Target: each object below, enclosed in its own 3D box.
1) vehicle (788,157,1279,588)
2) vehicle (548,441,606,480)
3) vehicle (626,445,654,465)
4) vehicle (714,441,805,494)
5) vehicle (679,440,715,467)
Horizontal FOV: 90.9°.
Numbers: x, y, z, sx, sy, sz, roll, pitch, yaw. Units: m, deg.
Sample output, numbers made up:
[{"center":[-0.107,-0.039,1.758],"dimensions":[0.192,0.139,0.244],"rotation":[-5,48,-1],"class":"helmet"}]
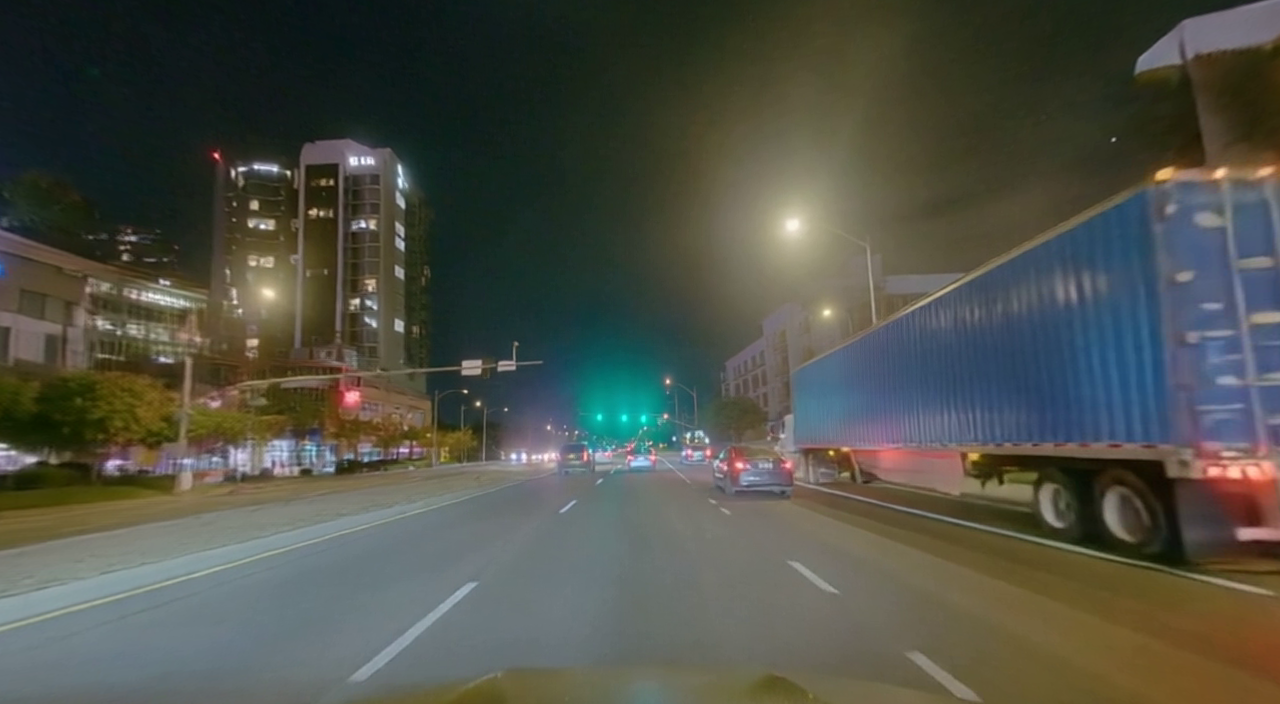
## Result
[{"center":[7.266,1.387,14.844],"dimensions":[3.383,4.268,17.469],"rotation":[0,-9,0],"class":"vehicle"},{"center":[-2.664,4.695,27.565],"dimensions":[2.003,1.509,4.396],"rotation":[0,-8,1],"class":"vehicle"},{"center":[0.015,7.868,48.440],"dimensions":[2.020,1.461,4.326],"rotation":[0,-8,0],"class":"vehicle"},{"center":[3.612,3.559,19.878],"dimensions":[1.972,1.452,4.189],"rotation":[0,-8,-1],"class":"vehicle"},{"center":[3.779,6.799,42.385],"dimensions":[2.050,1.683,3.990],"rotation":[0,-8,0],"class":"vehicle"}]
